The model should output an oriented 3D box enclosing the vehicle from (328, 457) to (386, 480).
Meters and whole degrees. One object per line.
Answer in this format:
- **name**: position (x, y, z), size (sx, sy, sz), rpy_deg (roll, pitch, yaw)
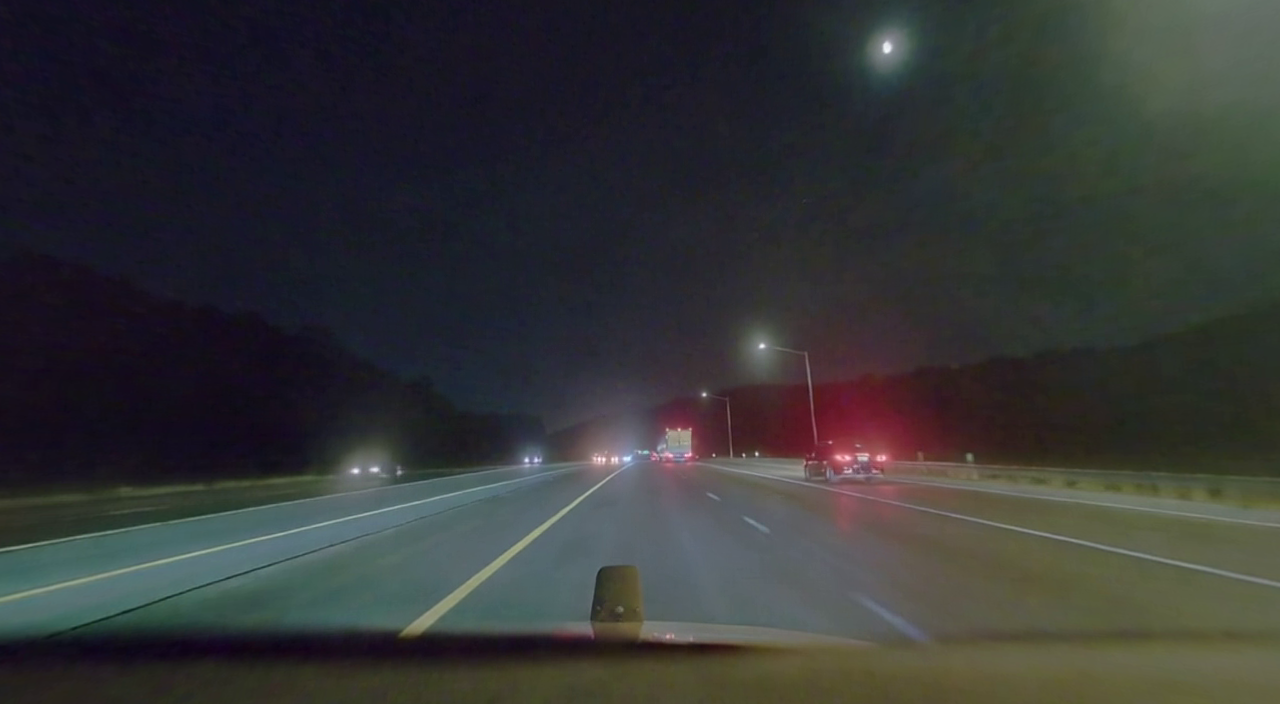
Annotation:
- **vehicle**: position (-19.570, 8.067, 43.754), size (1.840, 1.460, 4.763), rpy_deg (0, -9, 0)
